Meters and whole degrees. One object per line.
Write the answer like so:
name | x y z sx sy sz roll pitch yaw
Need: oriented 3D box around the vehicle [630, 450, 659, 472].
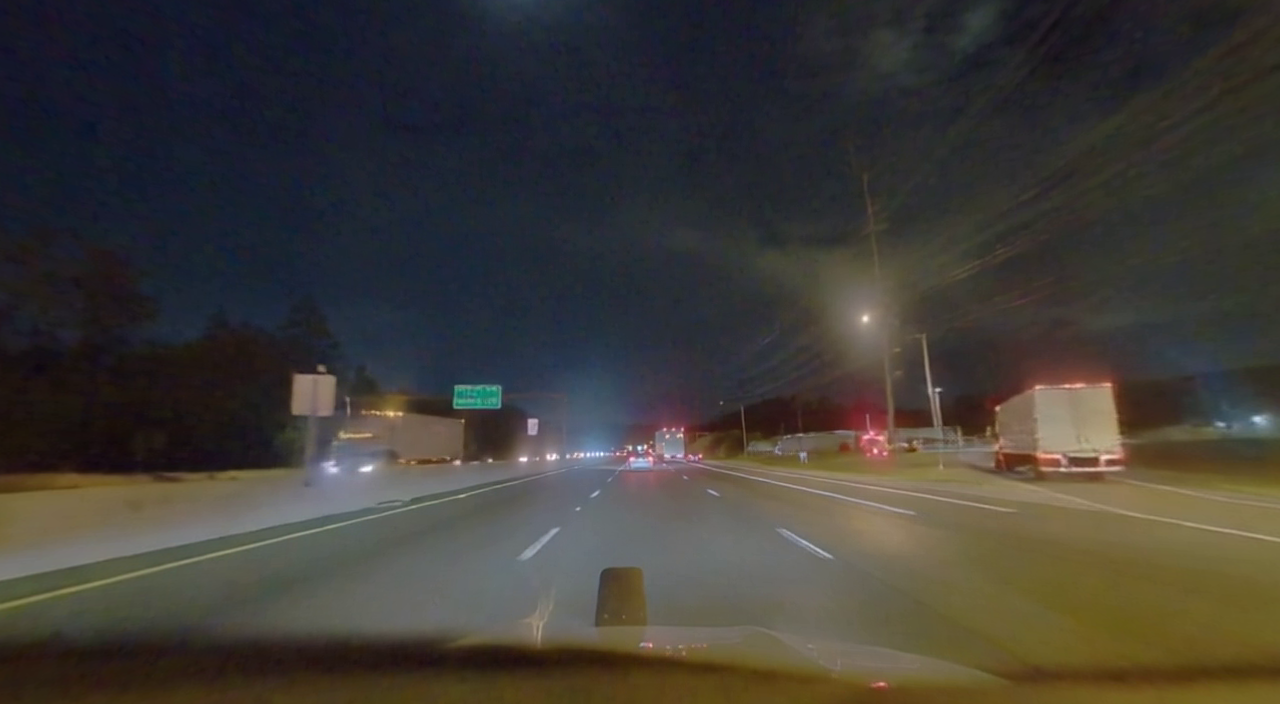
vehicle | 0.319 8.231 47.727 2.111 1.599 3.859 0 -9 1

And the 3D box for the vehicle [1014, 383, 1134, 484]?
vehicle | 21.731 4.274 32.200 3.327 4.408 8.189 -4 -10 24

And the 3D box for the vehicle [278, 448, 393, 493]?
vehicle | -11.298 4.412 23.825 1.950 1.505 4.757 0 -9 0

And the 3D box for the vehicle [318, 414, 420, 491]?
vehicle | -15.508 5.837 36.643 2.996 4.046 6.372 0 -9 0
